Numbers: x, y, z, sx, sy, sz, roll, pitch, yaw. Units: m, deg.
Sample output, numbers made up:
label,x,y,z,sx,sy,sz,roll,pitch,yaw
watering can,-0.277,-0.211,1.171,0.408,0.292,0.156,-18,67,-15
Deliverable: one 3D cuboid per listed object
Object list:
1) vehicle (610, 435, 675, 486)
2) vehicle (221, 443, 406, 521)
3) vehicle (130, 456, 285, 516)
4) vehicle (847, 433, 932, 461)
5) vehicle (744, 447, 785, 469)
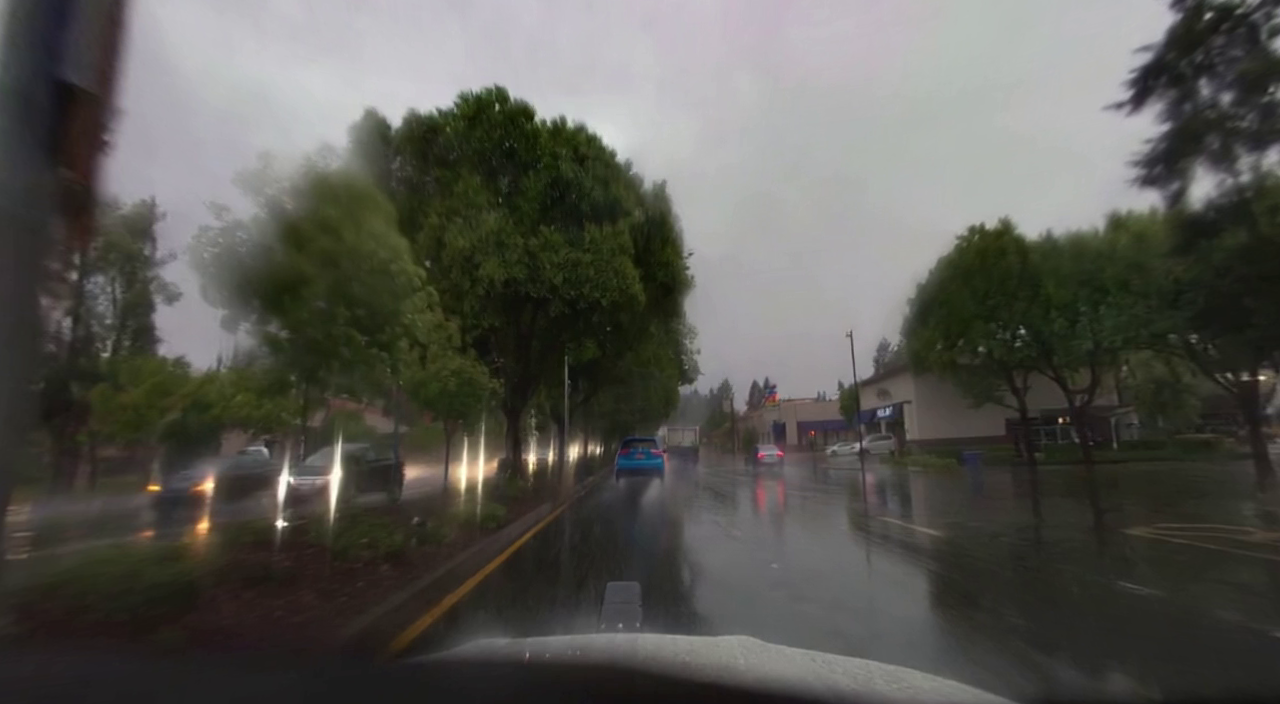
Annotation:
label,x,y,z,sx,sy,sz,roll,pitch,yaw
vehicle,0.042,4.114,24.284,2.266,1.762,4.131,0,-9,-1
vehicle,-7.918,3.165,15.978,2.127,1.660,4.607,0,-9,1
vehicle,-13.106,4.051,19.536,1.992,1.556,4.035,0,-9,-2
vehicle,19.621,7.517,49.907,5.677,2.171,2.393,-1,-9,4
vehicle,9.036,7.752,46.262,2.045,1.484,4.342,0,-9,-1
